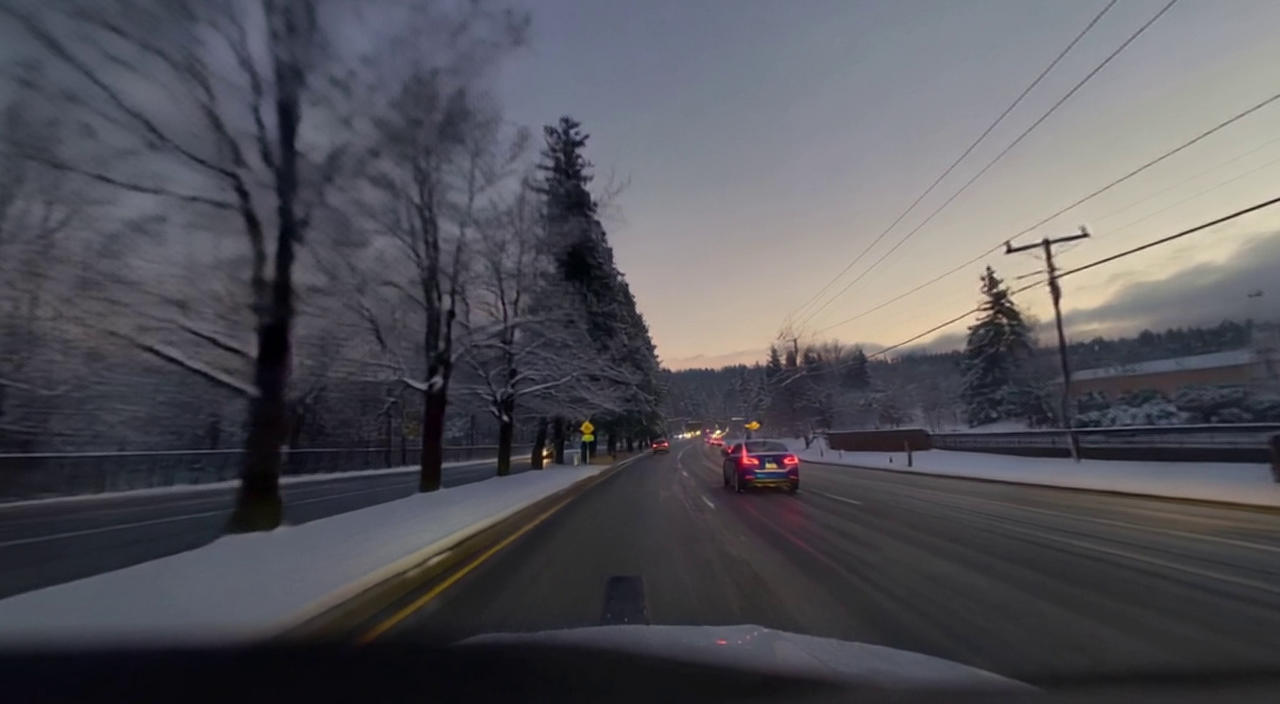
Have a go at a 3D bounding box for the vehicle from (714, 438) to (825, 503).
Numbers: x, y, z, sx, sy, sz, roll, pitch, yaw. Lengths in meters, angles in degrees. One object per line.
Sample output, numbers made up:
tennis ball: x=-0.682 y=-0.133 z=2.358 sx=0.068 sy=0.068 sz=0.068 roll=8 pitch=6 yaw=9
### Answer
vehicle: x=3.254 y=3.062 z=16.806 sx=2.063 sy=1.481 sz=4.247 roll=0 pitch=-8 yaw=0
